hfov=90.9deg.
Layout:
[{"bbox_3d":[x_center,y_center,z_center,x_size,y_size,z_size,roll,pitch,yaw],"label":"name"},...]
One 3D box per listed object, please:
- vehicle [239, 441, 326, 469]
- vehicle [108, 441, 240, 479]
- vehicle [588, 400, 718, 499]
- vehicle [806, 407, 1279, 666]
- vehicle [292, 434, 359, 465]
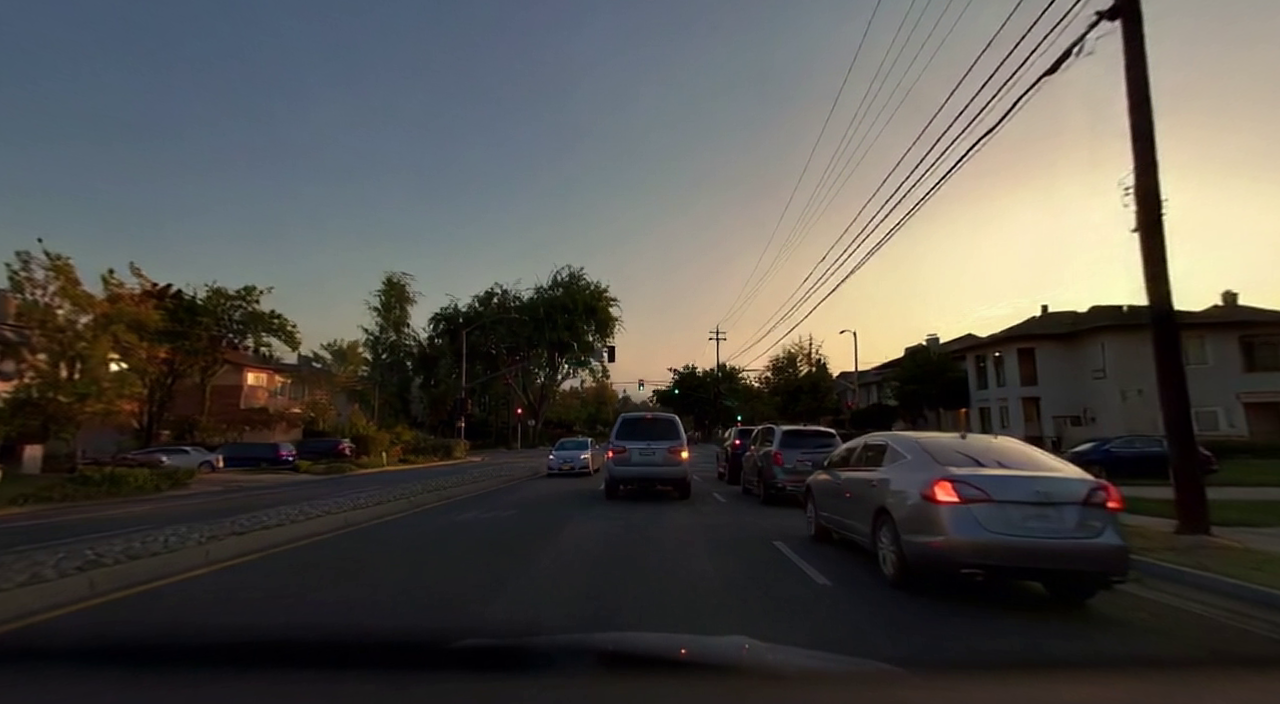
[{"bbox_3d":[-19.519,5.627,34.691,1.830,1.436,4.771,0,-8,2],"label":"vehicle"},{"bbox_3d":[-19.624,4.552,26.844,1.891,1.460,4.681,0,-8,3],"label":"vehicle"},{"bbox_3d":[0.291,2.456,16.076,2.769,2.087,5.130,0,-8,0],"label":"vehicle"},{"bbox_3d":[3.083,1.410,5.911,2.002,1.511,4.124,1,-8,1],"label":"vehicle"},{"bbox_3d":[-19.744,6.111,39.772,1.996,1.809,4.699,0,-8,-3],"label":"vehicle"}]
